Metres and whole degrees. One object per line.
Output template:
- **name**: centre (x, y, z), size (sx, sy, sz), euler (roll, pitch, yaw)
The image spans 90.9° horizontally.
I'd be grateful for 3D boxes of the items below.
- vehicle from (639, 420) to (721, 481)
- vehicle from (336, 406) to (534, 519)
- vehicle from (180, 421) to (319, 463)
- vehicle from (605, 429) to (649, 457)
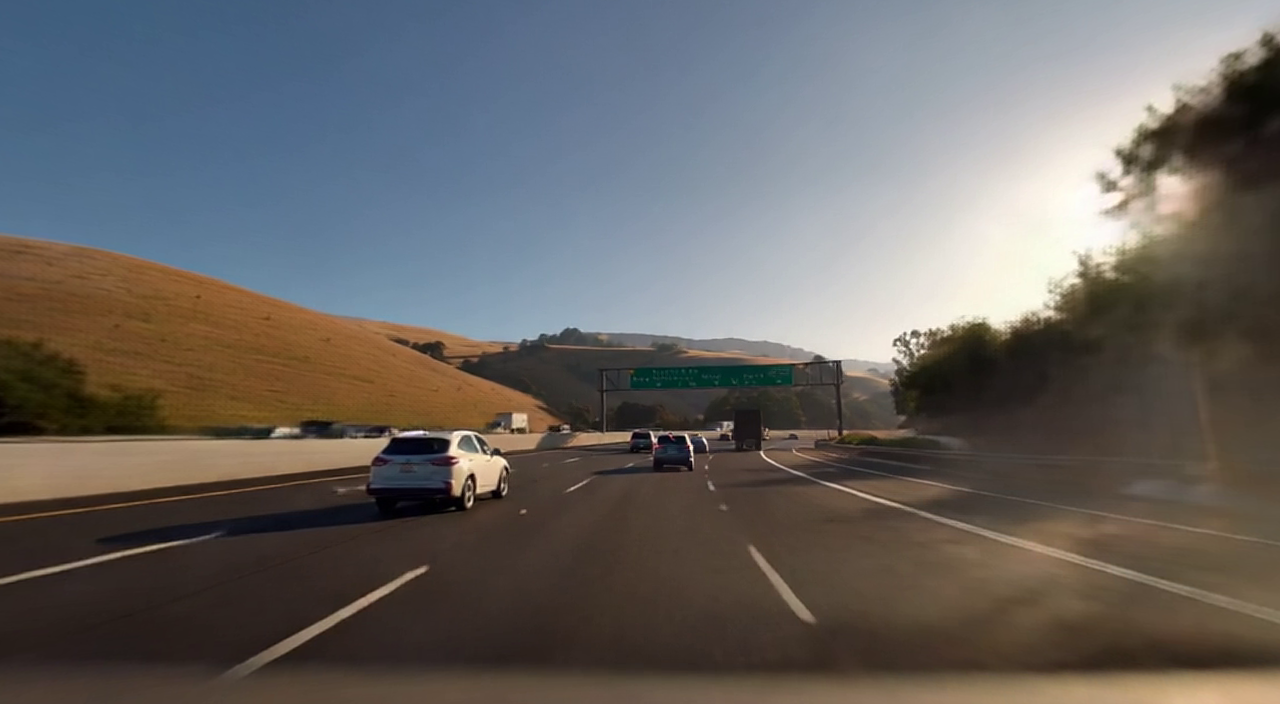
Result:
- **vehicle**: centre (1.365, 3.333, 21.497), size (2.484, 1.820, 4.497), euler (-1, -8, 4)
- **vehicle**: centre (-3.517, 2.015, 11.919), size (2.077, 1.712, 4.406), euler (-1, -8, 3)
- **vehicle**: centre (-16.478, 3.881, 27.031), size (2.331, 1.599, 5.196), euler (-1, -8, 5)
- **vehicle**: centre (-0.754, 5.907, 40.952), size (2.194, 1.702, 4.305), euler (-1, -8, 8)
